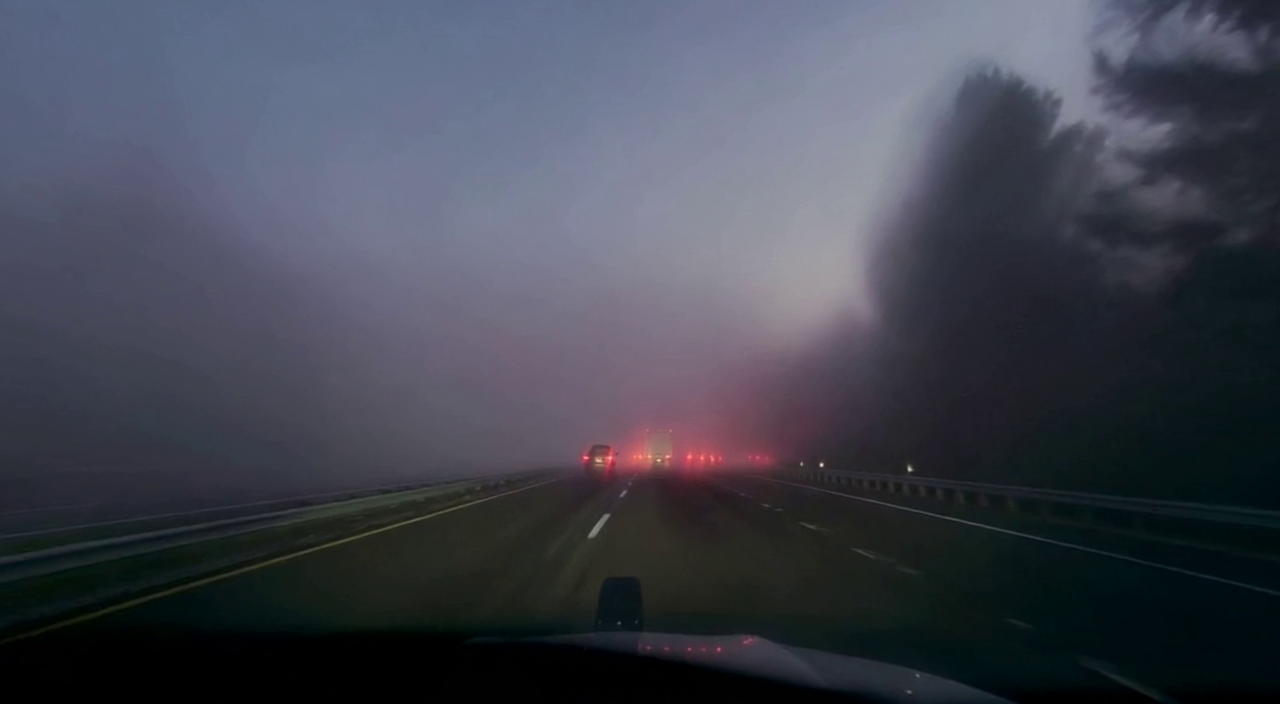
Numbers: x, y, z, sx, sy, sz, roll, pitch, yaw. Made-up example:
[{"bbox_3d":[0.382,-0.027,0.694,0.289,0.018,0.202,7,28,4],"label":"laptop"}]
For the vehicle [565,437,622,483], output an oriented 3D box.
[{"bbox_3d":[-2.168,5.268,30.888,2.271,2.049,4.894,-1,-9,2],"label":"vehicle"}]
